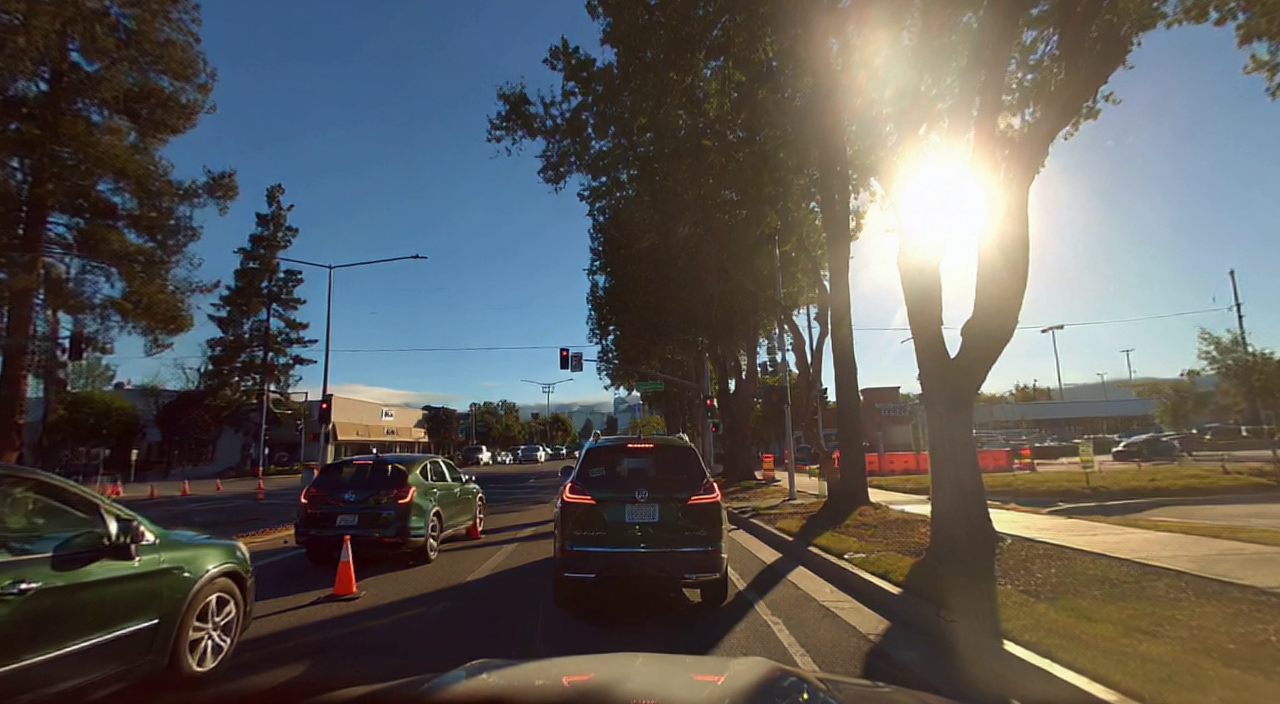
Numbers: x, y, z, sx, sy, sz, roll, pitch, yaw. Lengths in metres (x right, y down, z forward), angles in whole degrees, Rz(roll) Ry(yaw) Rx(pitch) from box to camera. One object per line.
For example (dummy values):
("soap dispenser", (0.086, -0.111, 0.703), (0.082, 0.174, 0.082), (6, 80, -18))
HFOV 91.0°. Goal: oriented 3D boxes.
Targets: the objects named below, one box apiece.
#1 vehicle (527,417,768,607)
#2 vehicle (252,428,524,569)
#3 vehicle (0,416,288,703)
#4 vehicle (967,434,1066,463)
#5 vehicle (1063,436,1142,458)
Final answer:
("vehicle", (0.106, 1.624, 7.202), (2.021, 1.560, 3.676), (0, -9, 1))
("vehicle", (-3.272, 2.000, 9.437), (1.989, 1.541, 4.626), (0, -9, 2))
("vehicle", (-3.594, 0.944, 2.146), (1.964, 1.497, 4.722), (0, -9, 1))
("vehicle", (24.398, 6.269, 40.999), (5.043, 1.759, 2.085), (0, -9, 2))
("vehicle", (36.660, 7.554, 49.987), (4.791, 1.635, 1.857), (0, -9, 1))
